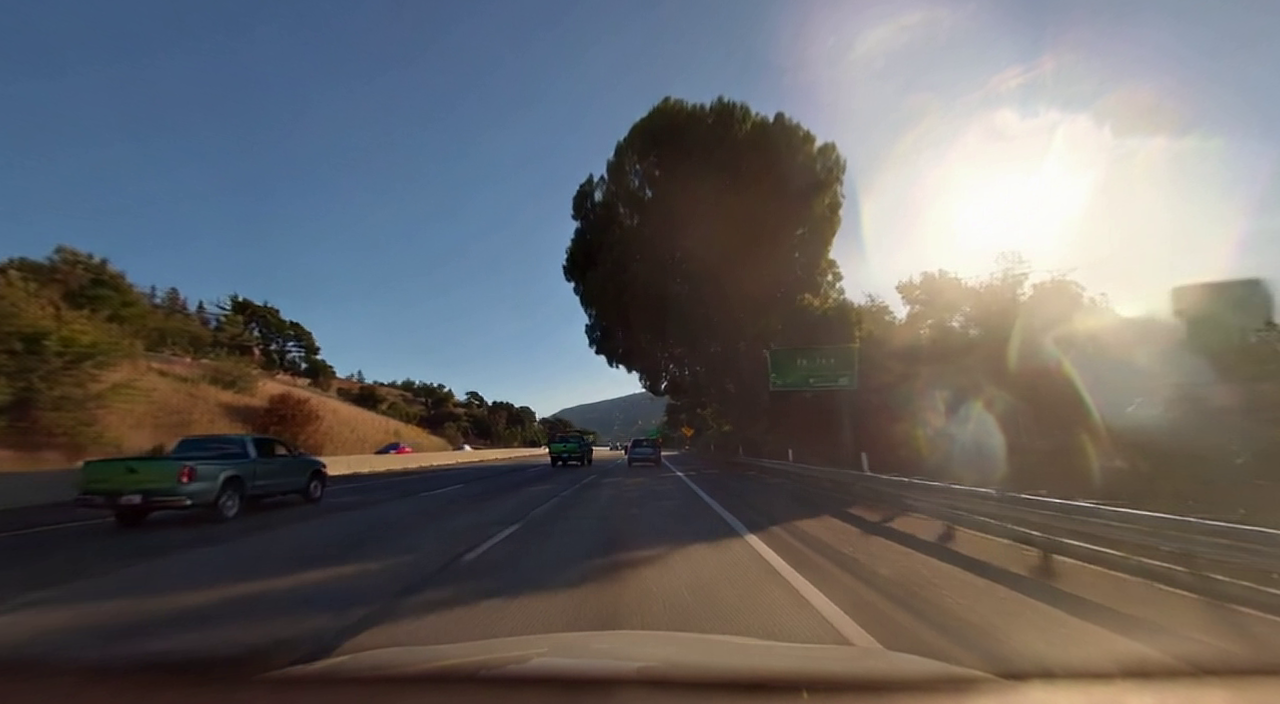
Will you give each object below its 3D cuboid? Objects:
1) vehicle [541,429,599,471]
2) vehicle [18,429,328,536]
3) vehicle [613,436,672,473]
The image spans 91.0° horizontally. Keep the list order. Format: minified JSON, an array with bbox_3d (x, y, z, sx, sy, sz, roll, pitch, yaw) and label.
[{"bbox_3d":[-3.458,4.987,32.119,2.250,1.947,4.860,0,-8,2],"label":"vehicle"},{"bbox_3d":[-7.839,2.204,11.301,2.149,1.526,4.361,0,-8,1],"label":"vehicle"},{"bbox_3d":[0.151,5.096,31.601,2.715,1.669,5.163,0,-8,1],"label":"vehicle"}]
